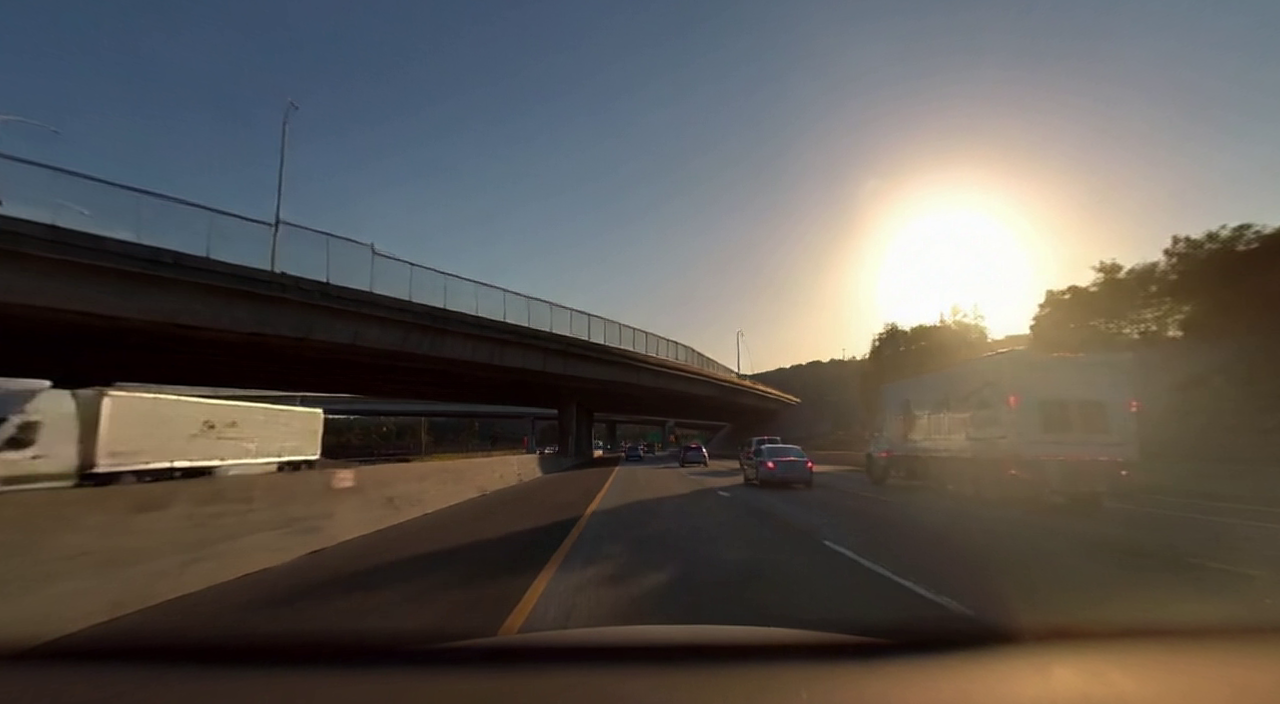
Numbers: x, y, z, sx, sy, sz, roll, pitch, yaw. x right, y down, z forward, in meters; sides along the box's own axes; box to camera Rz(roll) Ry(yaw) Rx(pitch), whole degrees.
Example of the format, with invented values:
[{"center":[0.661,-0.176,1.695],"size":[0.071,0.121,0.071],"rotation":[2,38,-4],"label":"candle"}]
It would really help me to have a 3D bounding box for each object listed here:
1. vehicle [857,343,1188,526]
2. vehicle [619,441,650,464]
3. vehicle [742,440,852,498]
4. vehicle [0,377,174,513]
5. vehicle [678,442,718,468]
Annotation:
[{"center":[8.031,1.990,14.912],"size":[2.866,3.233,7.345],"rotation":[1,-9,-3],"label":"vehicle"},{"center":[-0.466,7.832,49.331],"size":[2.256,1.743,4.189],"rotation":[0,-8,-1],"label":"vehicle"},{"center":[4.353,3.300,18.303],"size":[1.971,1.453,4.414],"rotation":[0,-8,-1],"label":"vehicle"},{"center":[-20.480,3.148,21.351],"size":[3.051,3.996,8.261],"rotation":[0,-8,-1],"label":"vehicle"},{"center":[3.779,6.807,42.026],"size":[2.005,1.585,4.863],"rotation":[0,-8,-2],"label":"vehicle"}]
